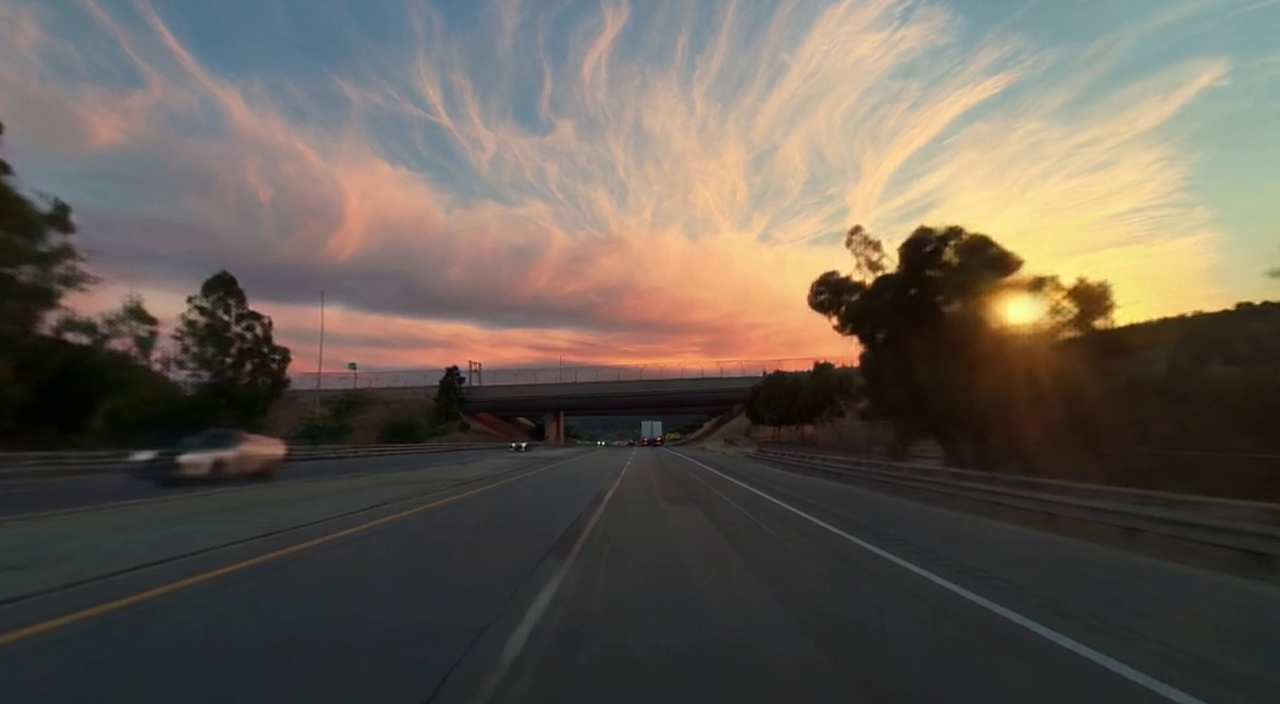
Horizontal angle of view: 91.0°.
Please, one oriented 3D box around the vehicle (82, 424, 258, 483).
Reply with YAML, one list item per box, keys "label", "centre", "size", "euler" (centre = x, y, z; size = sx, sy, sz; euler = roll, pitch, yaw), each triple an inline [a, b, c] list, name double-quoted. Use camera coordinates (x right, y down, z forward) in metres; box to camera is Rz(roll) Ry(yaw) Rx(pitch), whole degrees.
- label: "vehicle"
  centre: [-13.741, 3.005, 18.831]
  size: [1.792, 1.524, 4.502]
  euler: [0, -8, 0]
